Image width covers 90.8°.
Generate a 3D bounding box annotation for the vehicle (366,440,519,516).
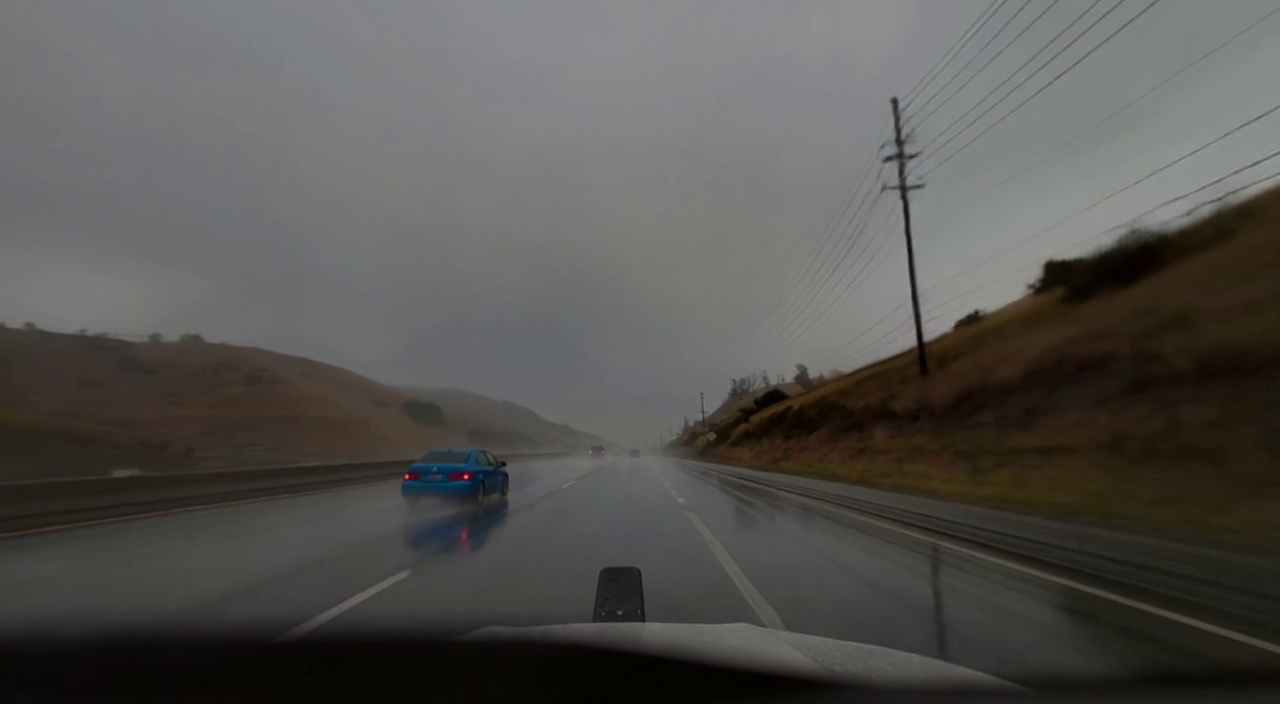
[{"bbox_3d":[-4.438,2.912,15.205,2.064,1.489,4.966,0,-9,0],"label":"vehicle"}]
